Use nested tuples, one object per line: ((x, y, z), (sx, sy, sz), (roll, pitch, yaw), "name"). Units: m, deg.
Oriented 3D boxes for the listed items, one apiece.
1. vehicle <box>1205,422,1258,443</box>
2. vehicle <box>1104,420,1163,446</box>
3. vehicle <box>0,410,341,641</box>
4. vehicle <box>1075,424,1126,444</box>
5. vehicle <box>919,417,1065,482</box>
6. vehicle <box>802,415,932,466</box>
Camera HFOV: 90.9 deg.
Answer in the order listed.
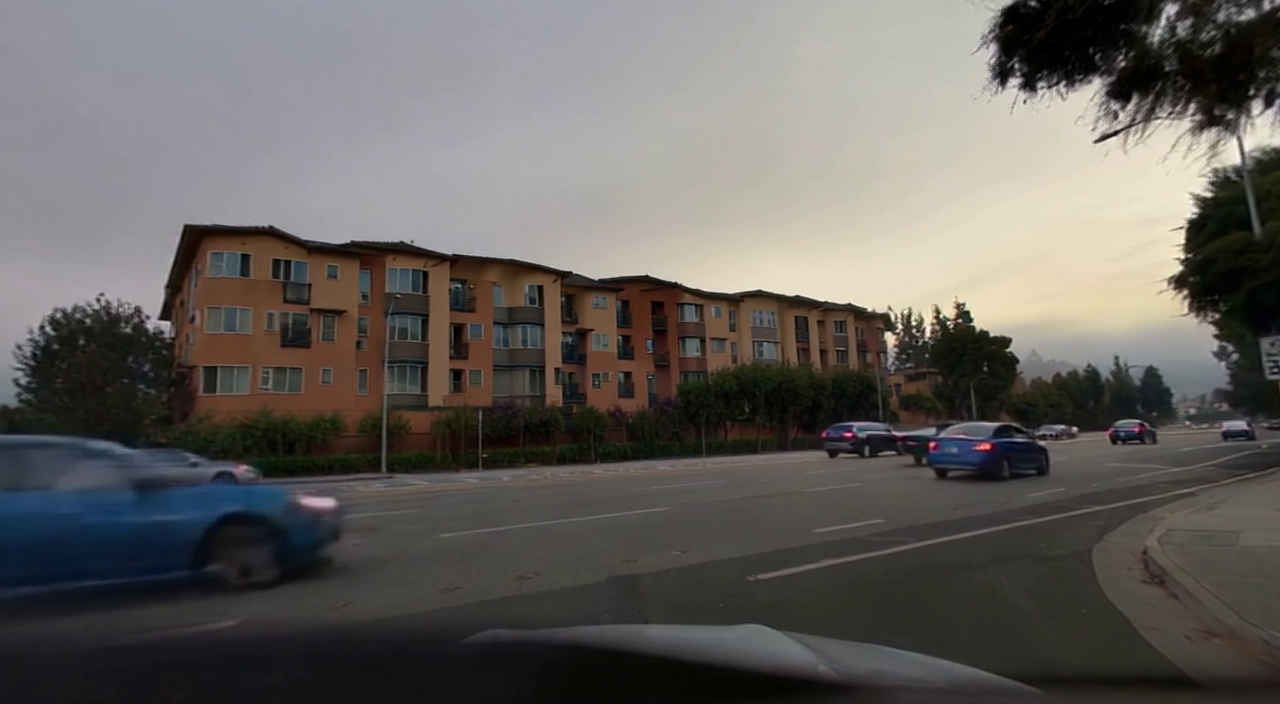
((41.739, 5.702, 44.446), (4.521, 1.433, 1.943), (7, -11, -39), "vehicle")
((33.486, 5.543, 42.705), (4.683, 1.678, 1.981), (7, -11, -38), "vehicle")
((-5.472, 1.375, 5.385), (4.783, 1.652, 2.199), (7, -11, -40), "vehicle")
((35.560, 6.353, 48.600), (4.691, 1.478, 1.908), (7, -11, -39), "vehicle")
((10.156, 2.782, 18.068), (4.438, 1.625, 2.033), (7, -11, -39), "vehicle")
((9.670, 3.754, 26.646), (5.994, 1.898, 2.264), (7, -11, -38), "vehicle")
